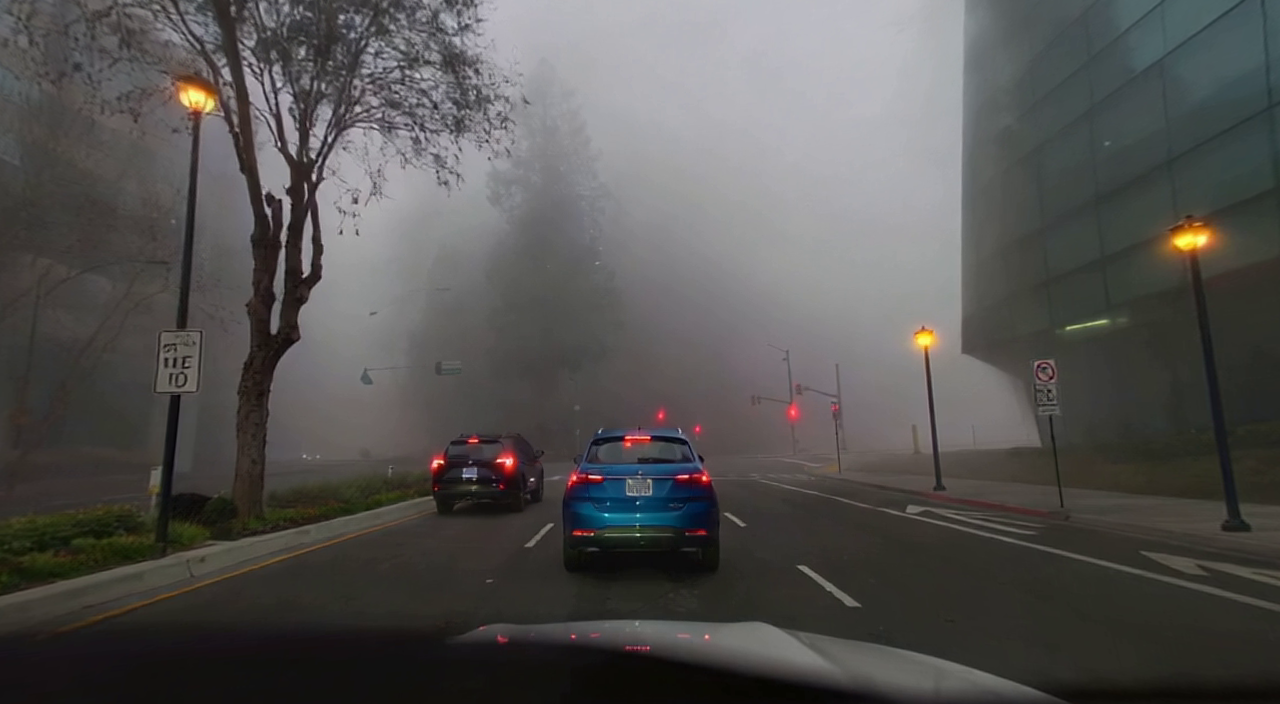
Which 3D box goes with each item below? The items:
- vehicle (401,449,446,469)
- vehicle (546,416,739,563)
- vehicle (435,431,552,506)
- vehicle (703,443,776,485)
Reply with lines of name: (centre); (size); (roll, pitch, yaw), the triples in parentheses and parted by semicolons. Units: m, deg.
vehicle: (-16.704, 8.269, 48.953); (1.826, 1.422, 4.490); (0, -8, 0)
vehicle: (0.016, 1.886, 9.398); (2.207, 1.659, 4.155); (0, -8, 0)
vehicle: (-3.620, 2.964, 16.492); (2.068, 1.678, 4.199); (0, -8, 0)
vehicle: (3.716, 4.256, 24.461); (2.082, 1.445, 4.426); (0, -8, 0)
